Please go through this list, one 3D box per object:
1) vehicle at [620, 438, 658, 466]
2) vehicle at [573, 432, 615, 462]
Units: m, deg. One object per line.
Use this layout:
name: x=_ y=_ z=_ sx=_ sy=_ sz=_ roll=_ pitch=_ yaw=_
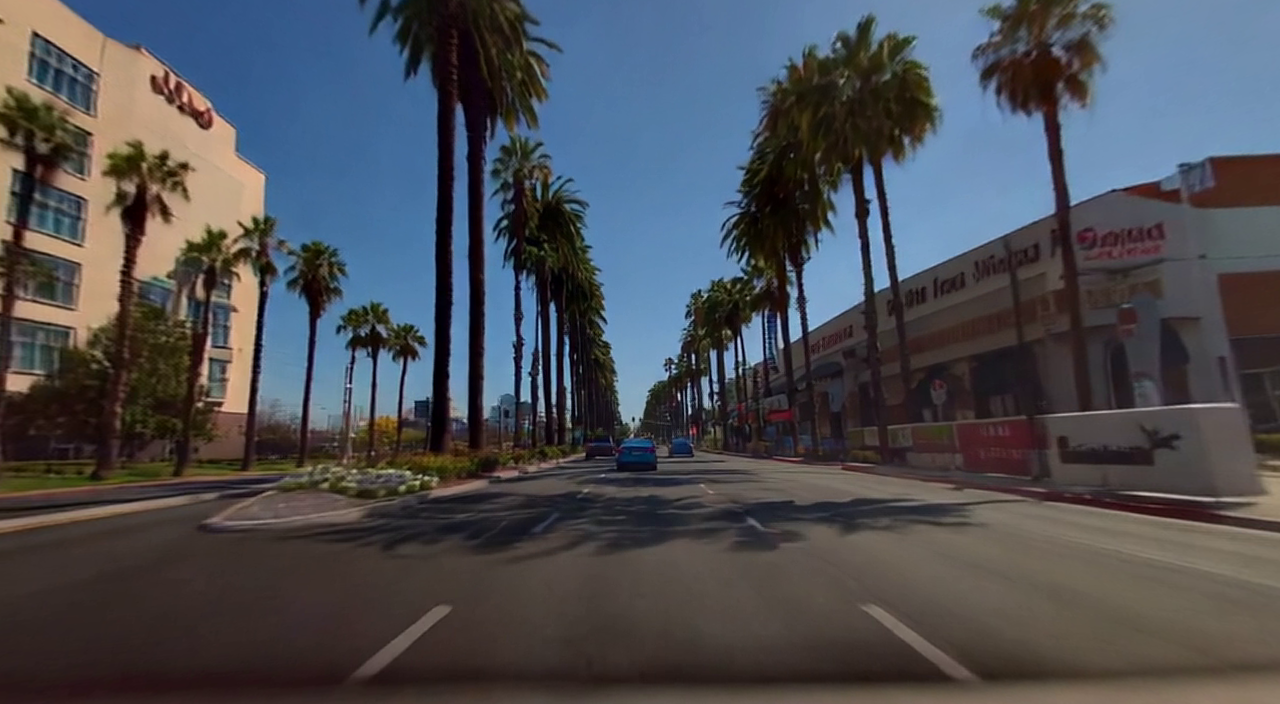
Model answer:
vehicle: x=-0.027 y=6.128 z=38.817 sx=2.160 sy=1.615 sz=4.117 roll=0 pitch=-9 yaw=1
vehicle: x=-3.338 y=7.136 z=47.436 sx=2.672 sy=2.064 sz=5.681 roll=0 pitch=-9 yaw=0
